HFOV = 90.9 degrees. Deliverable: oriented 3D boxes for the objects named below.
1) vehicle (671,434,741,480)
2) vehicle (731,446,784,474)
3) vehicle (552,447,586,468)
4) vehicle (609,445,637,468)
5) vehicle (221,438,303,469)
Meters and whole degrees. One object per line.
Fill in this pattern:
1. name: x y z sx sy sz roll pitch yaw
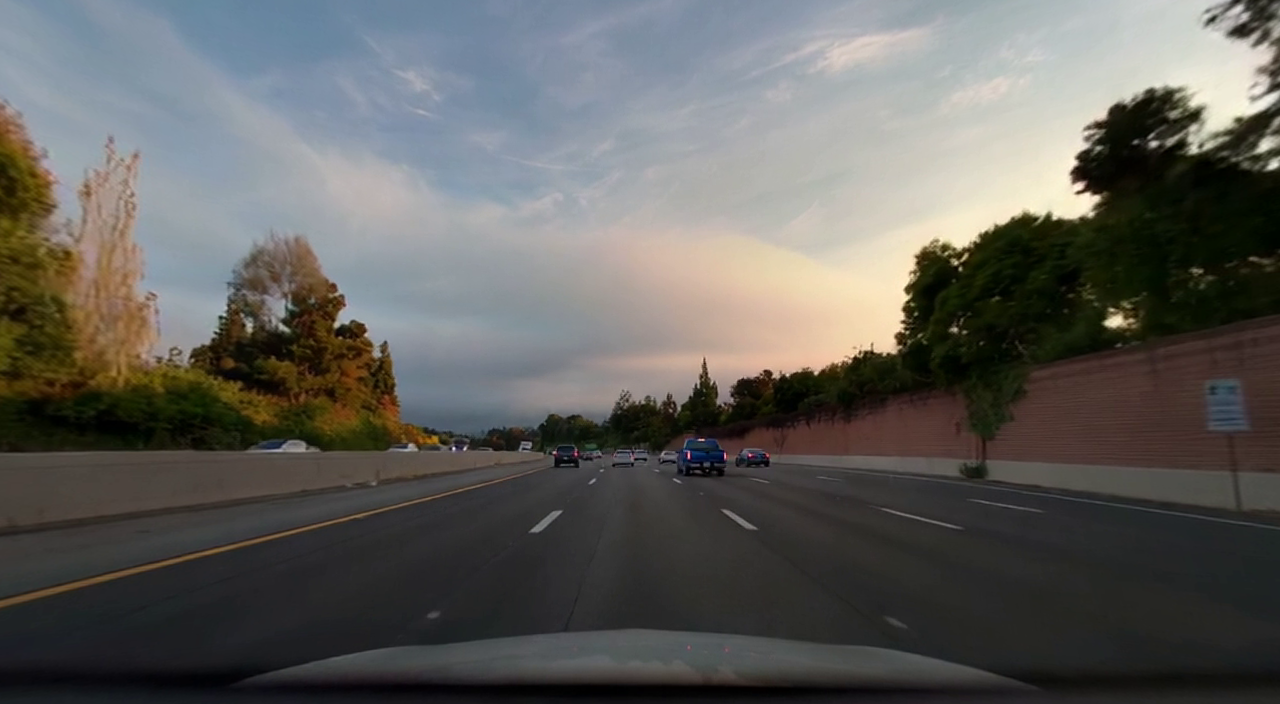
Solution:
1. vehicle: 2.949 4.868 29.593 2.374 1.952 5.431 0 -8 -3
2. vehicle: 6.822 6.296 37.117 1.976 1.485 4.925 0 -8 -3
3. vehicle: -5.491 8.183 49.108 2.411 1.509 4.641 0 -8 -4
4. vehicle: -1.336 7.892 47.877 2.050 1.607 3.821 0 -8 -3
5. vehicle: -22.114 5.967 37.169 1.971 1.670 4.775 0 -8 -2
